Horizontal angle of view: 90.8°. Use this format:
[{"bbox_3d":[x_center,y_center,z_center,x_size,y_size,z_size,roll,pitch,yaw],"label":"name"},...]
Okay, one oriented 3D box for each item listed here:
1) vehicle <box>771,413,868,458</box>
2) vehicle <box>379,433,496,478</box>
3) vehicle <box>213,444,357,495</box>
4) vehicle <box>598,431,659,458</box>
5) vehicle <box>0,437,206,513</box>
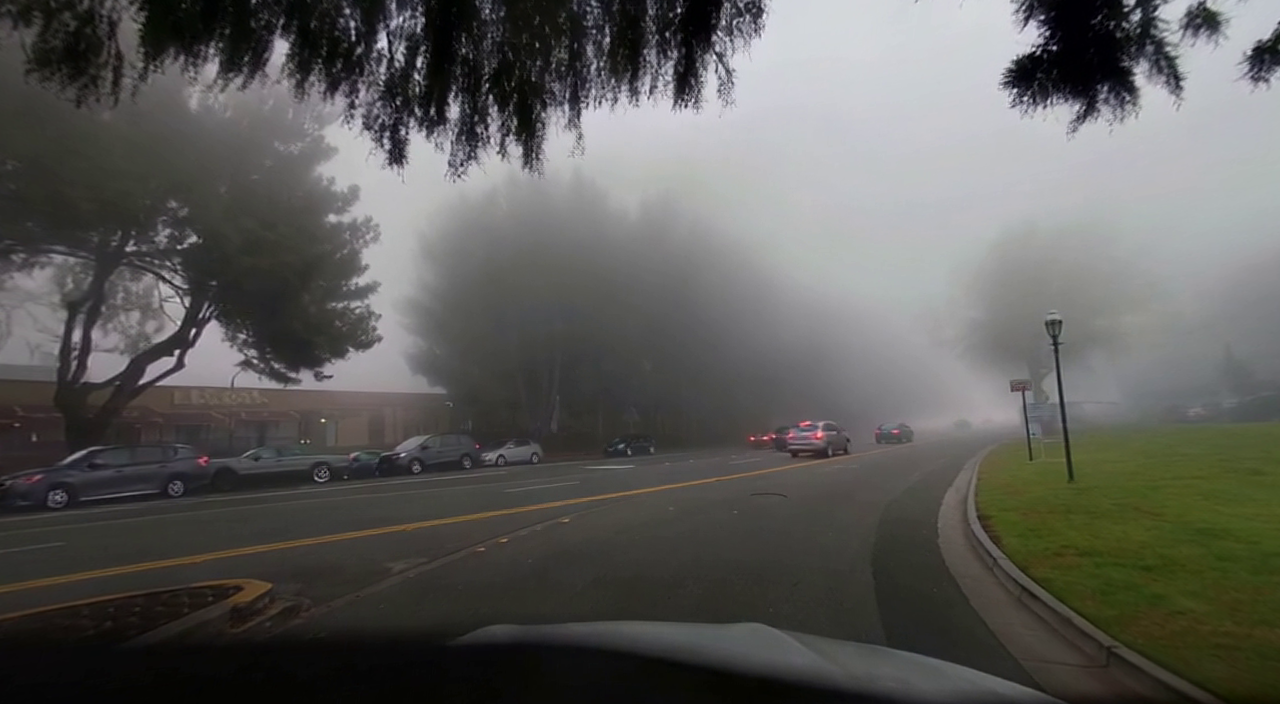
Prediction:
[{"bbox_3d":[8.941,4.135,31.213,2.517,1.936,4.748,-11,-13,43],"label":"vehicle"},{"bbox_3d":[-9.667,4.934,30.476,2.134,1.924,4.911,-6,-10,39],"label":"vehicle"},{"bbox_3d":[-13.562,4.443,24.369,1.904,1.719,4.326,-5,-9,35],"label":"vehicle"},{"bbox_3d":[-0.700,6.302,43.192,1.926,1.691,4.646,-5,-9,32],"label":"vehicle"},{"bbox_3d":[-16.741,3.680,19.579,2.294,2.000,4.788,-7,-10,30],"label":"vehicle"}]
